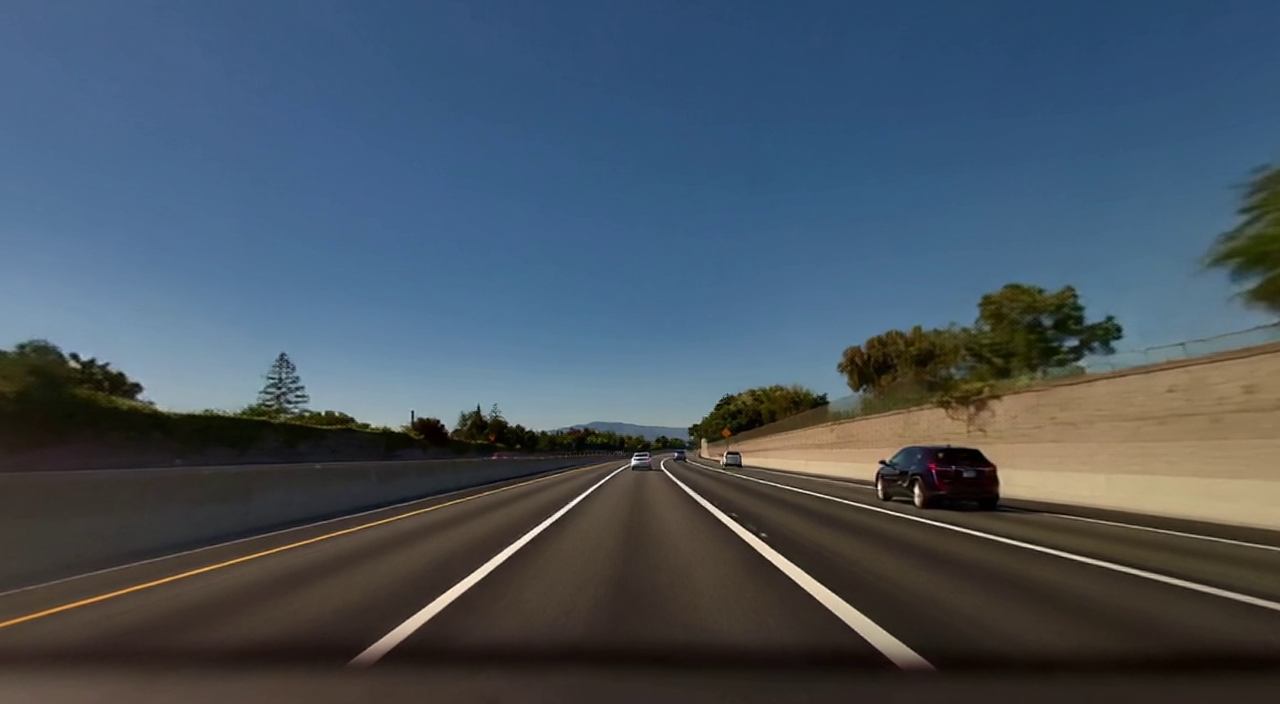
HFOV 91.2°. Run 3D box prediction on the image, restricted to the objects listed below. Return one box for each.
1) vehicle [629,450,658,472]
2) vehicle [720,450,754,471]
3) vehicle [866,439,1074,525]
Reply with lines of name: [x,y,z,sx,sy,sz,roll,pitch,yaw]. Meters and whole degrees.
vehicle: [0.235,7.981,45.972,2.025,1.526,4.181,0,-9,1]
vehicle: [7.280,8.189,47.495,1.941,1.485,3.701,0,-9,-1]
vehicle: [6.838,2.726,13.732,2.008,1.533,4.592,0,-9,-1]
